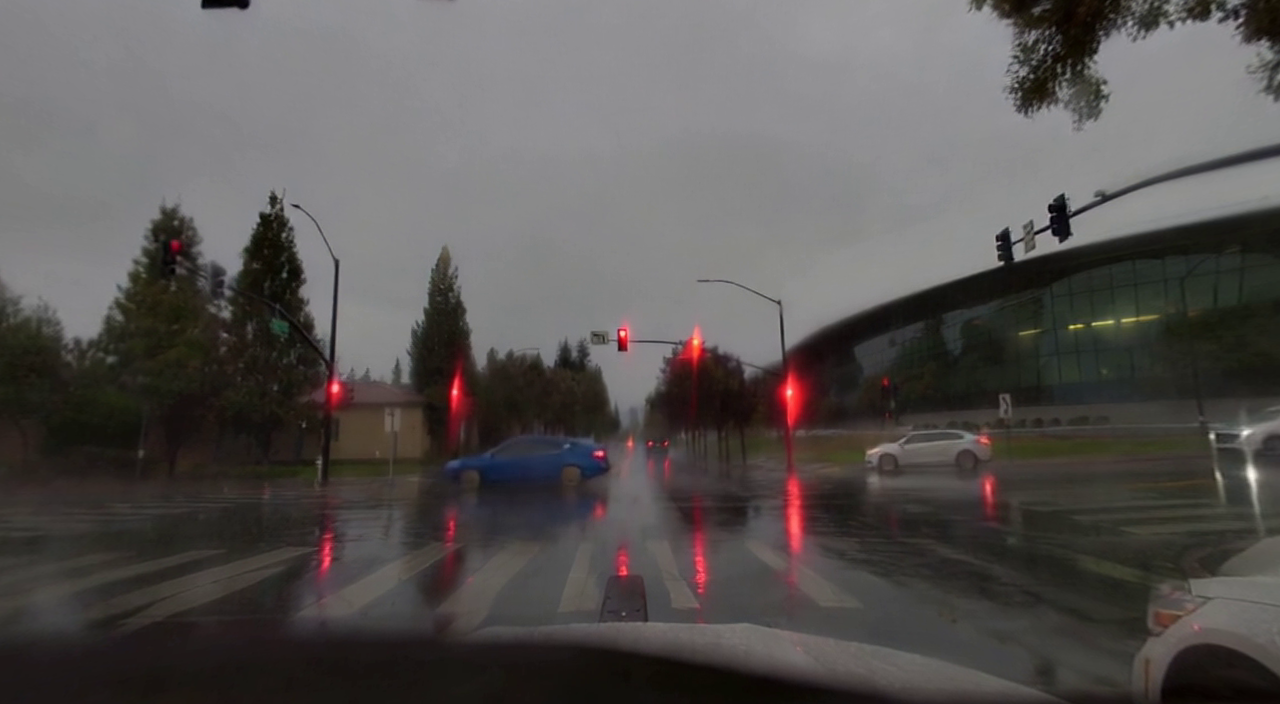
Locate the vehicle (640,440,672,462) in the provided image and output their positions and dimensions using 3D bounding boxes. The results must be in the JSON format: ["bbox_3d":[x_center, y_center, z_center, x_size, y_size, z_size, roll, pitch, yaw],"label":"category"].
[{"bbox_3d":[1.118,7.165,45.556,2.031,1.442,4.446,0,-8,-3],"label":"vehicle"}]

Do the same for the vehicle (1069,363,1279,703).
[{"bbox_3d":[2.890,0.672,0.832,1.947,1.576,3.825,0,-8,1],"label":"vehicle"}]

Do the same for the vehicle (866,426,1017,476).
[{"bbox_3d":[10.539,3.506,22.367,4.551,1.625,2.053,-3,-9,19],"label":"vehicle"}]

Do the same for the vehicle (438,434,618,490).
[{"bbox_3d":[-2.959,3.021,17.398,4.613,1.443,1.883,0,-8,0],"label":"vehicle"}]
